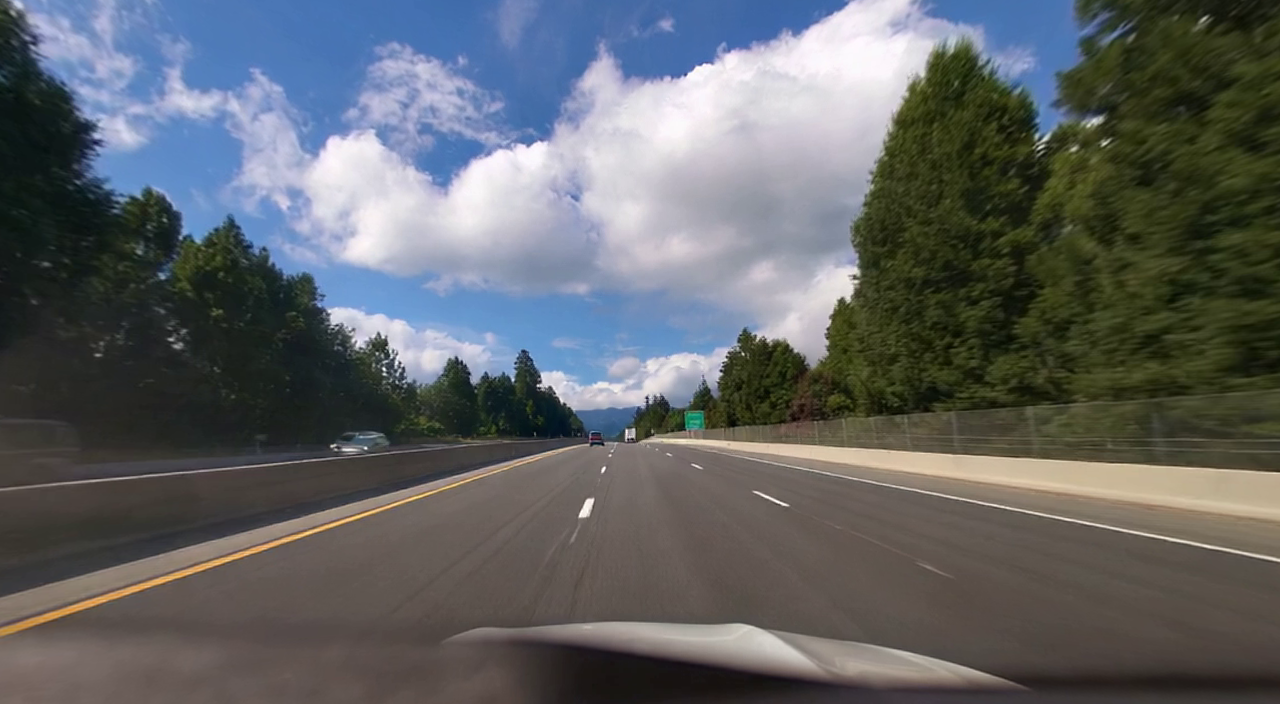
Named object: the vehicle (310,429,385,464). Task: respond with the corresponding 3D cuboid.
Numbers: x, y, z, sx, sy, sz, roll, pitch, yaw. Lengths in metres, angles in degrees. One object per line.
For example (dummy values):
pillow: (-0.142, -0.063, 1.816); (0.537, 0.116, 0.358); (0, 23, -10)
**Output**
vehicle: (-20.730, 6.682, 45.055); (2.424, 2.291, 6.442); (0, -8, -1)
